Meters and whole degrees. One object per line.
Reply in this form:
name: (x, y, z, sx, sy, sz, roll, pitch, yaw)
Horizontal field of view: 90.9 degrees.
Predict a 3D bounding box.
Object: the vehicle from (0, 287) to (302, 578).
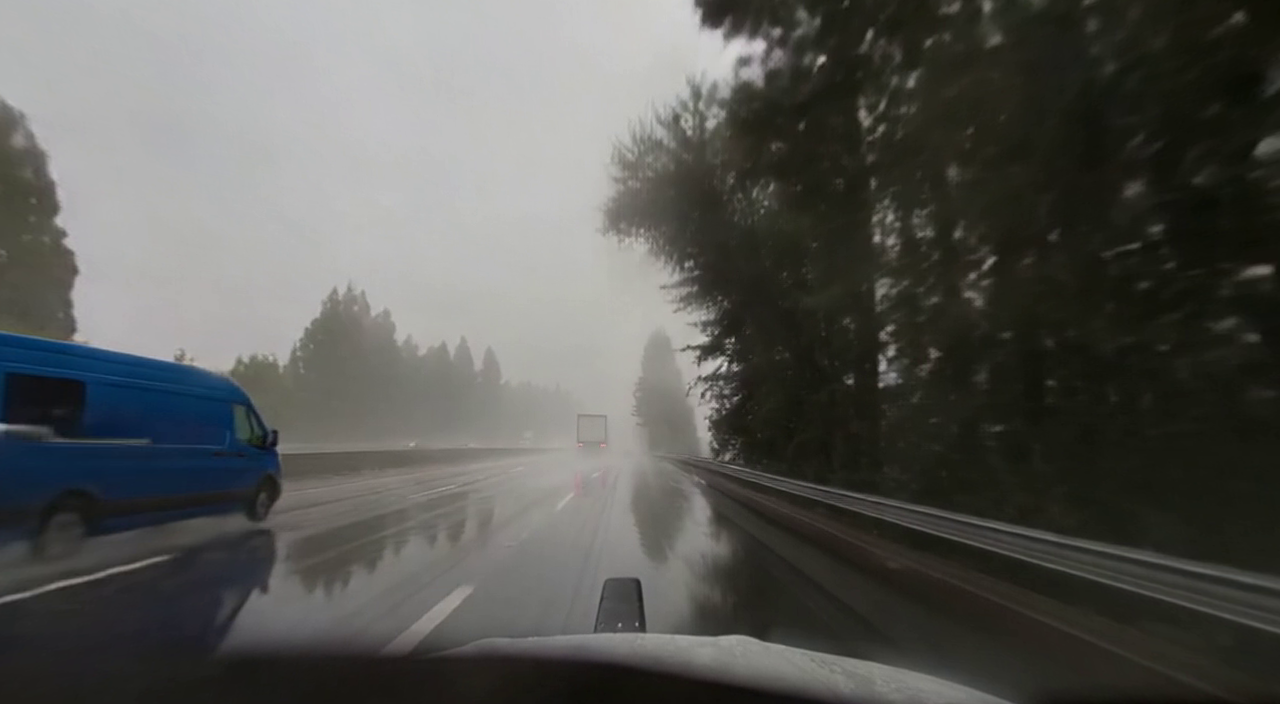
vehicle: (-7.371, 1.038, 7.982, 2.396, 2.763, 6.935, 0, -8, -1)
